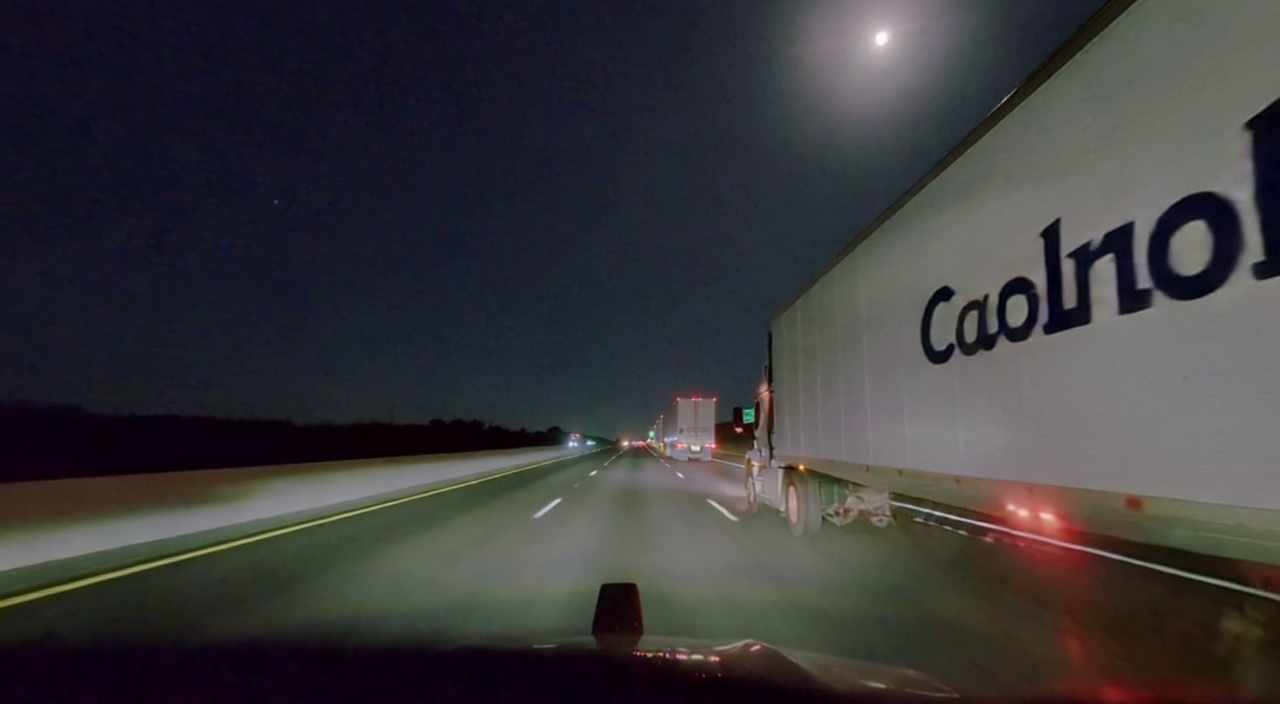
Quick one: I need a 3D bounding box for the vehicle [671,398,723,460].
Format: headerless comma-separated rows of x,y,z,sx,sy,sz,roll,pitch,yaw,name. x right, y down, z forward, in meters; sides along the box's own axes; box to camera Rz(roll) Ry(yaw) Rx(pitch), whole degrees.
3.894,5.615,44.997,2.840,3.947,8.920,0,-8,0,vehicle
